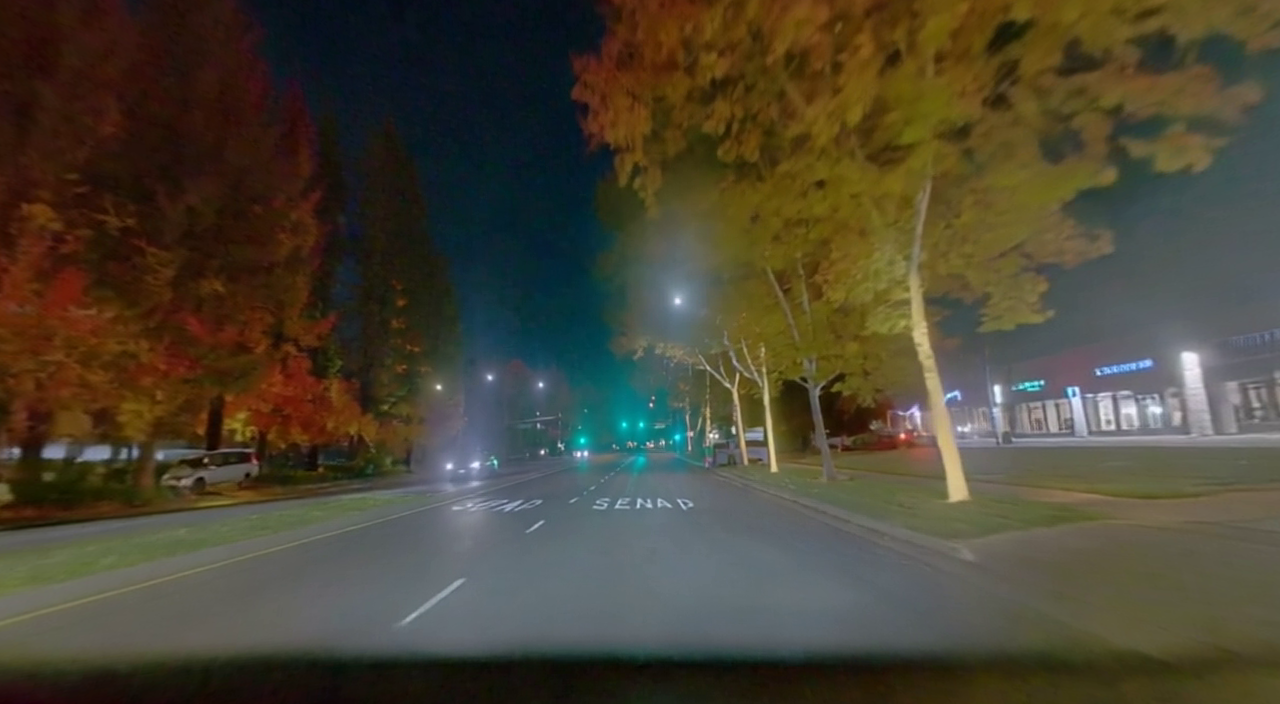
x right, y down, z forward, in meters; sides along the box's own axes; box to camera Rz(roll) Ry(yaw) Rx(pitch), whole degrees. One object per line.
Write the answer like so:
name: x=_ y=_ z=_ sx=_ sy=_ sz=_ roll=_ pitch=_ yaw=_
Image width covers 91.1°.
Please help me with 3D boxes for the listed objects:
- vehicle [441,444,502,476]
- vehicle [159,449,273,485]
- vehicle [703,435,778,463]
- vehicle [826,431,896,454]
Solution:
vehicle: x=-10.399 y=6.653 z=39.169 sx=2.196 sy=1.829 sz=5.389 roll=0 pitch=-8 yaw=1
vehicle: x=-25.038 y=6.784 z=37.214 sx=5.144 sy=1.980 sz=2.262 roll=-1 pitch=-9 yaw=4
vehicle: x=7.522 y=7.309 z=47.428 sx=5.336 sy=2.006 sz=2.022 roll=0 pitch=-8 yaw=0
vehicle: x=16.561 y=6.813 z=47.257 sx=4.474 sy=1.698 sz=2.088 roll=0 pitch=-8 yaw=1
